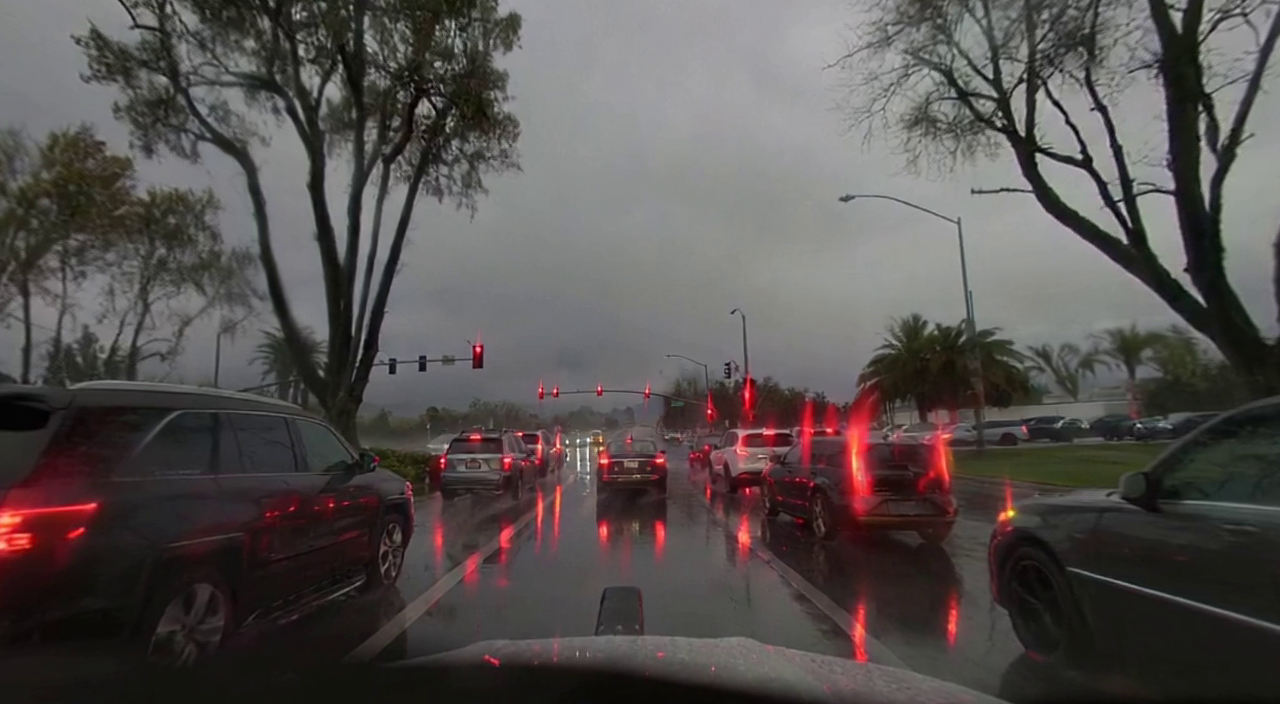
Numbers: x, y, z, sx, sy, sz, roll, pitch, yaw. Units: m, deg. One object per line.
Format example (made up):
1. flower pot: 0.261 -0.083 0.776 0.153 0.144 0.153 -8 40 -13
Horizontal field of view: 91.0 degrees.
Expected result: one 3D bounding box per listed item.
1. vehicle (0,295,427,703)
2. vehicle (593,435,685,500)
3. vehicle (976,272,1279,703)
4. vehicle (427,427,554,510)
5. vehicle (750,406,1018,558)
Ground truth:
1. vehicle: -3.227 1.012 4.209 2.079 1.756 4.676 0 -8 -2
2. vehicle: -0.088 2.866 16.024 2.076 1.438 3.770 0 -8 -2
3. vehicle: 3.344 0.561 1.672 2.111 1.839 4.857 0 -8 -1
4. vehicle: -3.135 2.531 14.128 1.896 1.546 4.378 0 -8 -2
5. vehicle: 3.129 1.771 9.311 2.074 1.685 4.387 0 -8 -2
